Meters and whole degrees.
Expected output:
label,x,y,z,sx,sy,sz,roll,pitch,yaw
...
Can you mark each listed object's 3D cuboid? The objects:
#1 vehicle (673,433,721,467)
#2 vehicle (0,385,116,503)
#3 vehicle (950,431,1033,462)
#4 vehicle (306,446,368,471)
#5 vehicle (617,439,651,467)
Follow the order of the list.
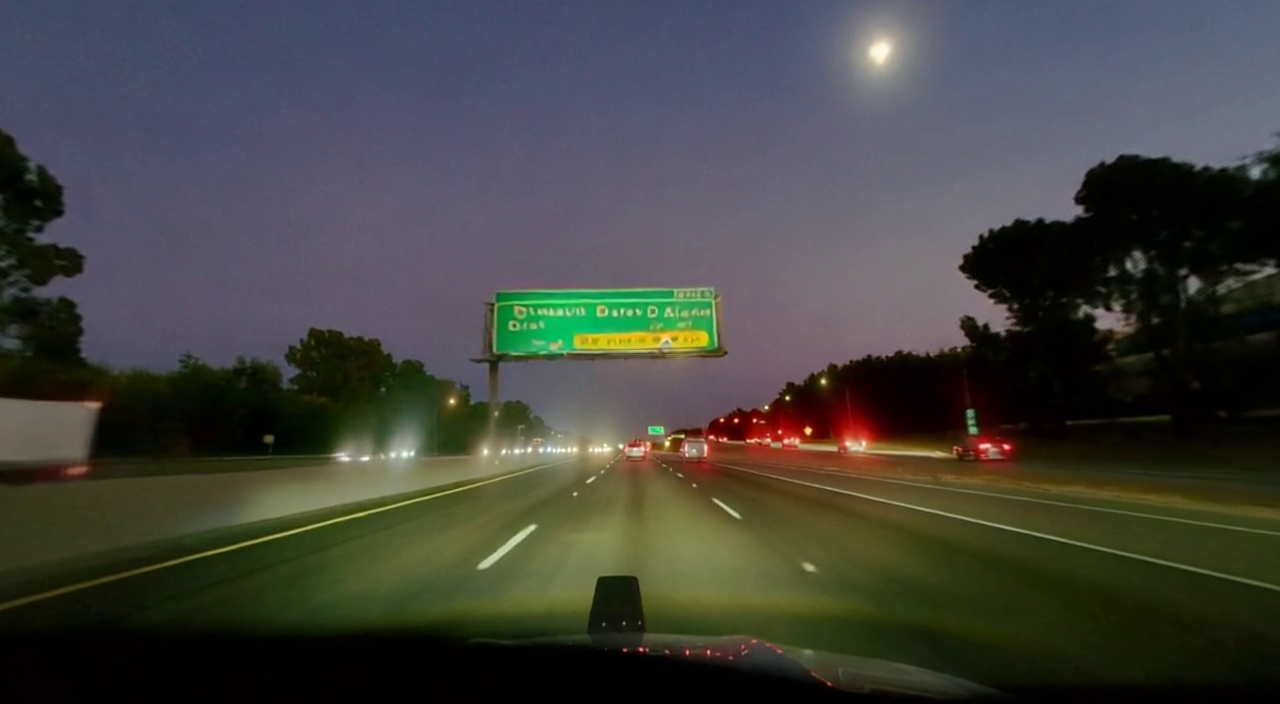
label,x,y,z,sx,sy,sz,roll,pitch,yaw
vehicle,3.686,6.453,41.690,2.505,2.020,5.532,0,-8,-1
vehicle,-18.923,2.282,15.573,2.742,3.208,10.824,0,-8,0
vehicle,18.002,4.861,32.540,1.872,1.459,4.502,-1,-8,3
vehicle,-19.148,6.718,40.075,1.835,1.508,4.220,0,-8,0
vehicle,-0.374,6.586,41.297,2.105,1.711,4.293,0,-8,0
